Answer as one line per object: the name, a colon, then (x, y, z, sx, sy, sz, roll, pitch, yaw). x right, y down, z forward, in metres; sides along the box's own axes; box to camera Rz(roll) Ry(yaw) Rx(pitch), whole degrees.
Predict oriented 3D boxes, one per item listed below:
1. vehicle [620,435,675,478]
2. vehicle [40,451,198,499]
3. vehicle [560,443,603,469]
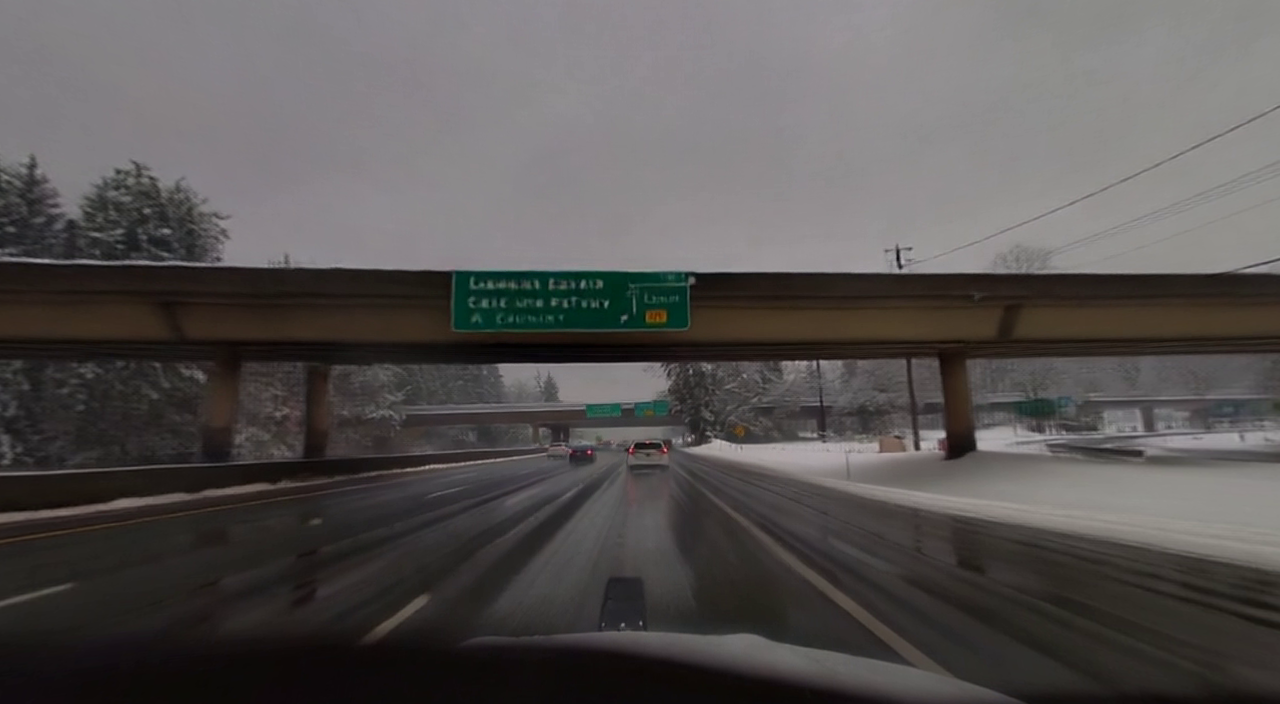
vehicle: (0.288, 4.467, 27.189, 2.152, 1.697, 4.066, 0, -9, 0)
vehicle: (-17.796, 4.181, 21.876, 1.760, 1.433, 4.294, 0, -9, 0)
vehicle: (-3.370, 6.110, 37.257, 2.056, 1.464, 4.564, 0, -9, 1)
